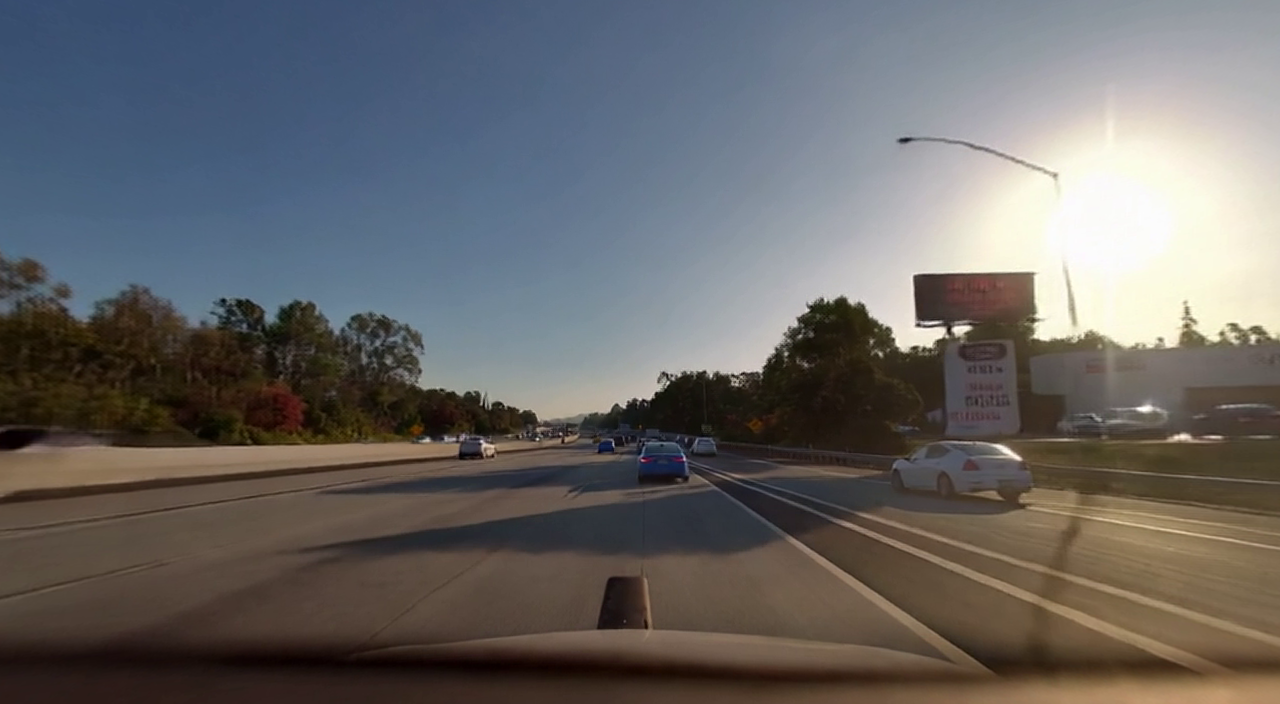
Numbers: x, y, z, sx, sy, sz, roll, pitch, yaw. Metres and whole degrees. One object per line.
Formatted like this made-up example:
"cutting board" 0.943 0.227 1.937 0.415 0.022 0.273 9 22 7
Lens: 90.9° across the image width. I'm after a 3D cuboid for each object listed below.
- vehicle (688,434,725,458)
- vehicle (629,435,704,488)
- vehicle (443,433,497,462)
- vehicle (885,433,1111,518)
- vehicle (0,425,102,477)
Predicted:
"vehicle" 5.003 7.170 48.096 2.261 1.781 4.709 0 -8 -1
"vehicle" 0.742 3.404 19.842 2.113 1.464 4.073 0 -8 0
"vehicle" -10.331 5.847 38.633 1.950 1.664 4.403 0 -8 1
"vehicle" 7.081 2.472 13.172 2.030 1.442 4.358 0 -8 -2
"vehicle" -21.362 3.365 21.555 1.901 1.635 4.548 0 -8 0
